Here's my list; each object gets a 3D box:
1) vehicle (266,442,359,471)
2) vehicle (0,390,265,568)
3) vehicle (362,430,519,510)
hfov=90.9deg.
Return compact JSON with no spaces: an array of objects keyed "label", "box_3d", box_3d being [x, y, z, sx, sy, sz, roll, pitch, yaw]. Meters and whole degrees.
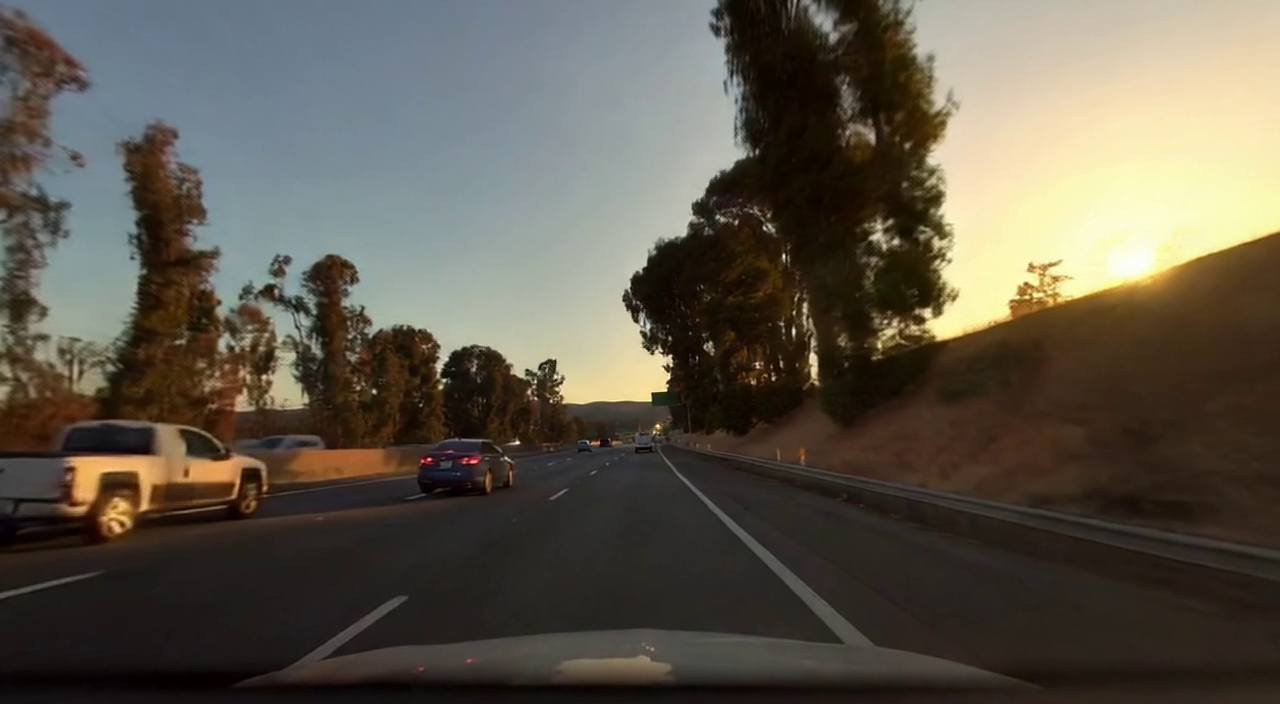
[{"label":"vehicle","box_3d":[-17.735,5.660,34.543,2.103,1.432,5.605,0,-8,0]},{"label":"vehicle","box_3d":[-7.834,1.675,8.885,2.116,1.869,4.725,0,-8,0]},{"label":"vehicle","box_3d":[-4.408,2.682,14.884,2.071,1.556,4.729,0,-8,1]}]
